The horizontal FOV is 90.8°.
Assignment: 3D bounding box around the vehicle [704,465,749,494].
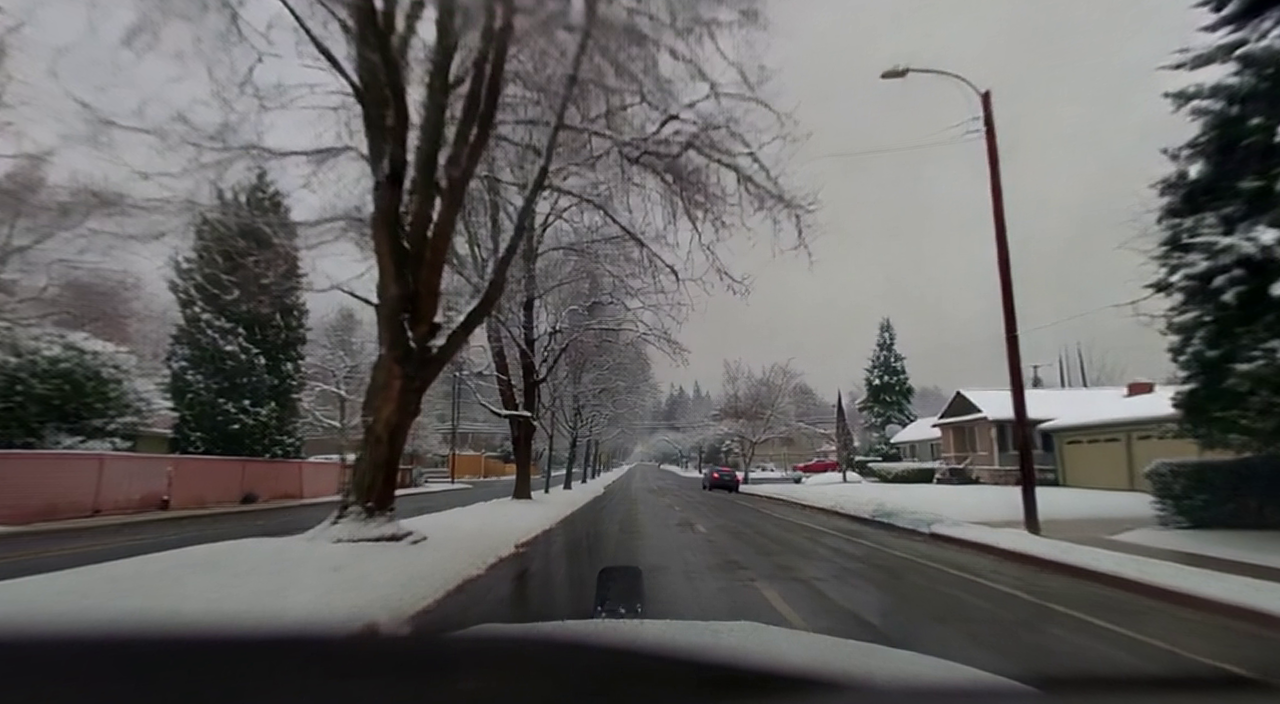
[{"bbox_3d":[5.028,7.444,37.135,1.904,1.475,4.386,0,-9,-1],"label":"vehicle"}]
